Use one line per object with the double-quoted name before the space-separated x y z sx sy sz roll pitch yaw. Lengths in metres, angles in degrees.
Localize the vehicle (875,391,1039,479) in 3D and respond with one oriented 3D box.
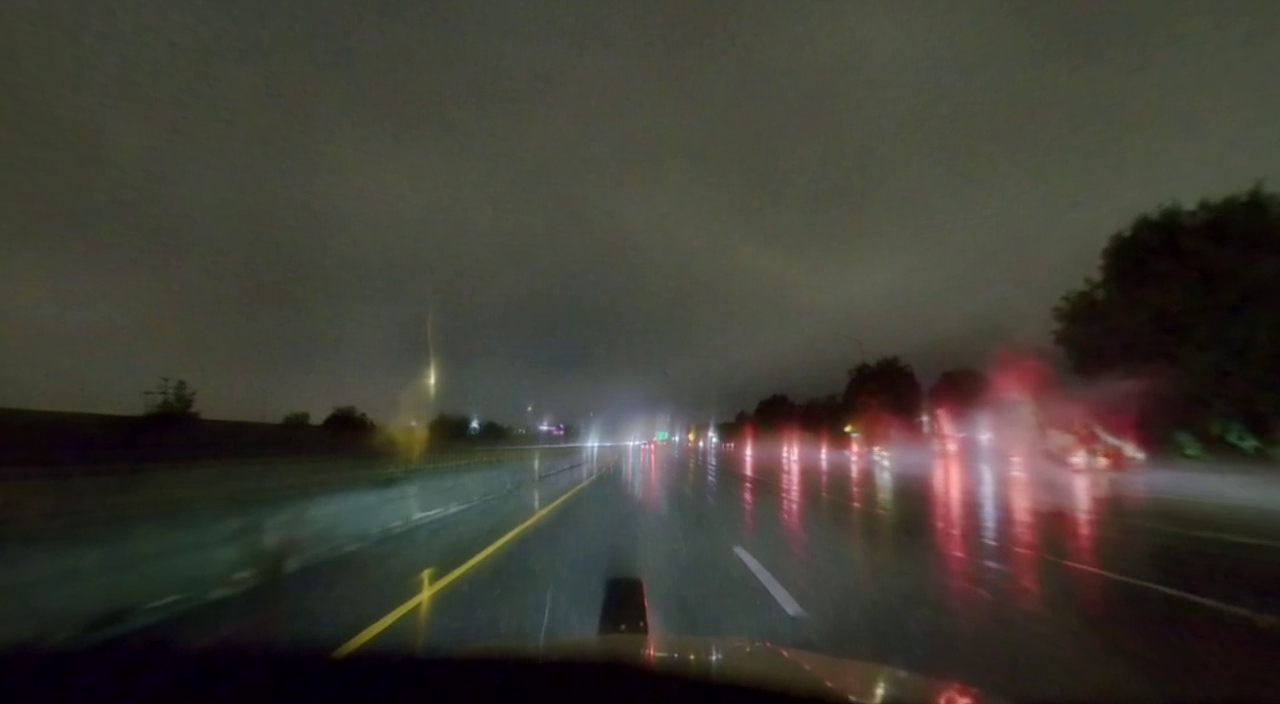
"vehicle" 13.197 3.609 27.205 2.905 3.106 7.417 -3 -8 -1
